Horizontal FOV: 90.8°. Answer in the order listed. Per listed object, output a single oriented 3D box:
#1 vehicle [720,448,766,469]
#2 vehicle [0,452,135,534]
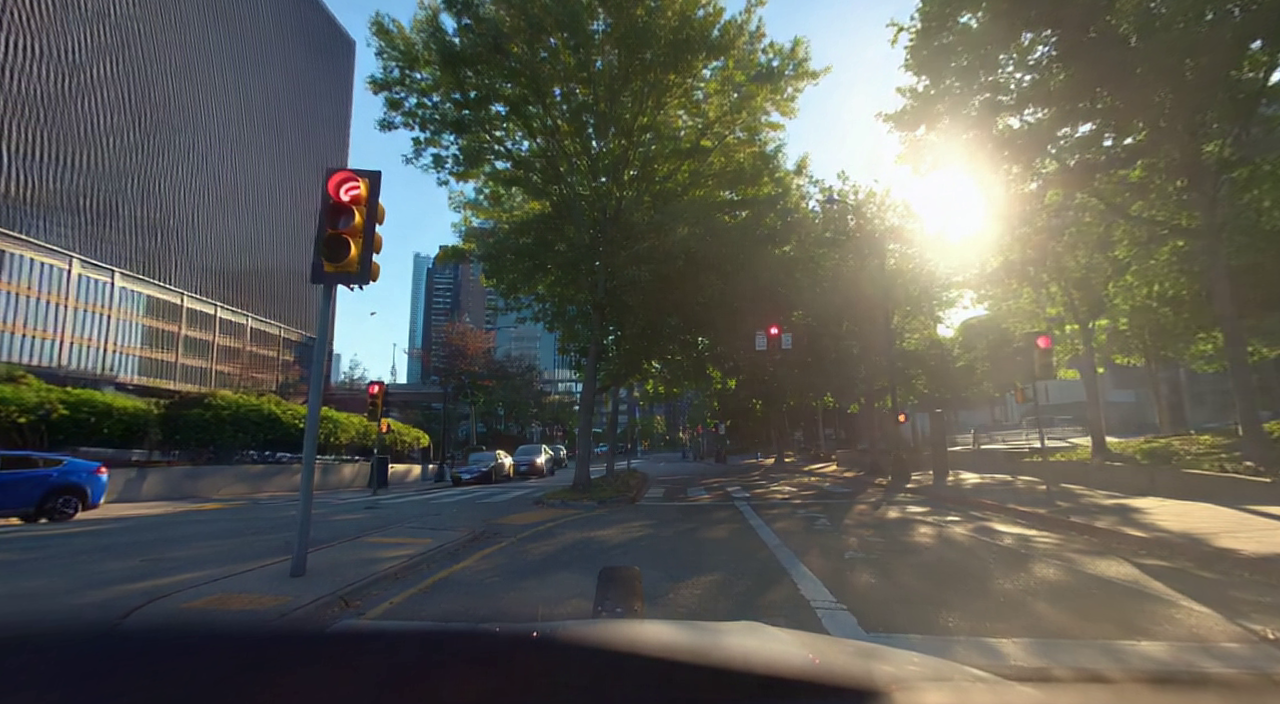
[{"bbox_3d":[7.842,8.124,48.417,1.829,1.440,4.384,2,-9,-14],"label":"vehicle"},{"bbox_3d":[-12.860,2.714,12.264,4.598,1.490,1.816,7,-11,-40],"label":"vehicle"}]
